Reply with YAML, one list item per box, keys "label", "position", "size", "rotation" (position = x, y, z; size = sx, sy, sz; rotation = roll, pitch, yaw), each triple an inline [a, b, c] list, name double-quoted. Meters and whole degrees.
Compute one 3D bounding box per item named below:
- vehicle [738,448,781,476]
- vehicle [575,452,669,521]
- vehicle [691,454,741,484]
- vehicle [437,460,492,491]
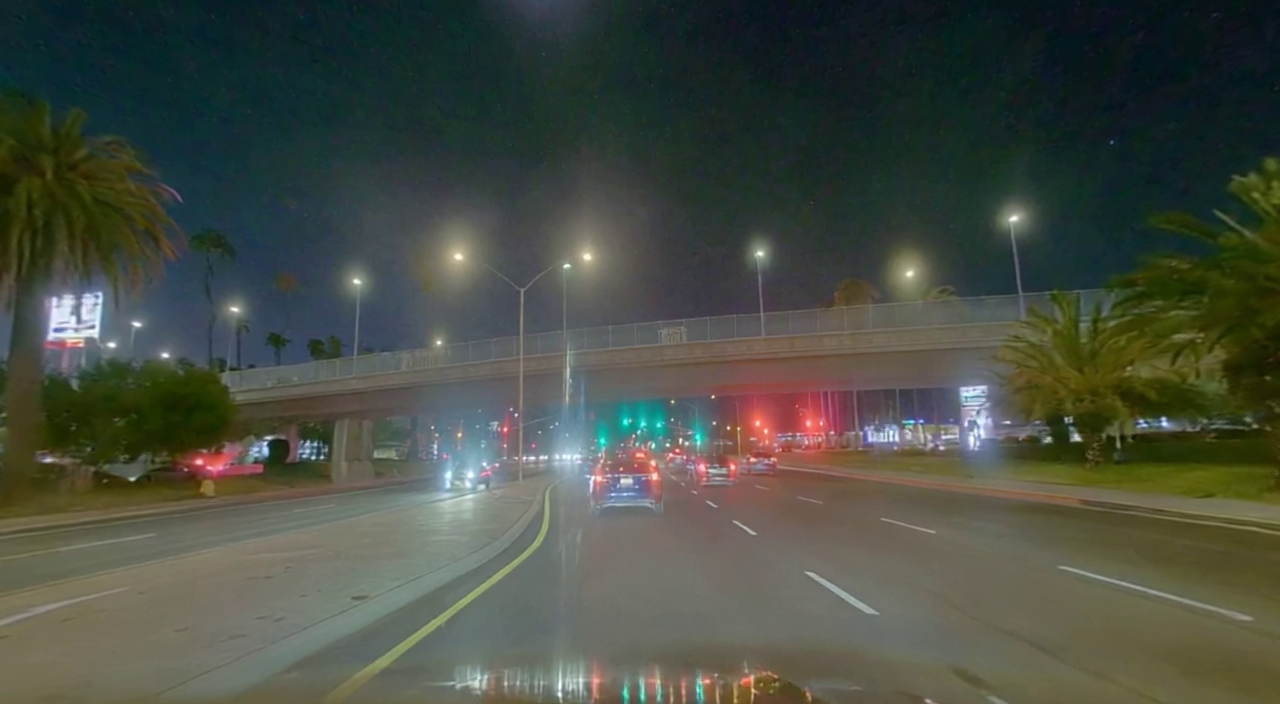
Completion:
- label: "vehicle"
  position: [8.239, 7.625, 43.743]
  size: [2.027, 1.780, 4.518]
  rotation: [0, -9, 0]
- label: "vehicle"
  position: [-0.468, 3.377, 16.264]
  size: [2.111, 1.506, 4.018]
  rotation: [0, -9, -2]
- label: "vehicle"
  position: [4.149, 6.472, 34.986]
  size: [2.119, 1.509, 4.495]
  rotation: [0, -9, -1]
- label: "vehicle"
  position: [-9.765, 6.898, 35.311]
  size: [1.937, 1.521, 4.523]
  rotation: [0, -9, -2]
